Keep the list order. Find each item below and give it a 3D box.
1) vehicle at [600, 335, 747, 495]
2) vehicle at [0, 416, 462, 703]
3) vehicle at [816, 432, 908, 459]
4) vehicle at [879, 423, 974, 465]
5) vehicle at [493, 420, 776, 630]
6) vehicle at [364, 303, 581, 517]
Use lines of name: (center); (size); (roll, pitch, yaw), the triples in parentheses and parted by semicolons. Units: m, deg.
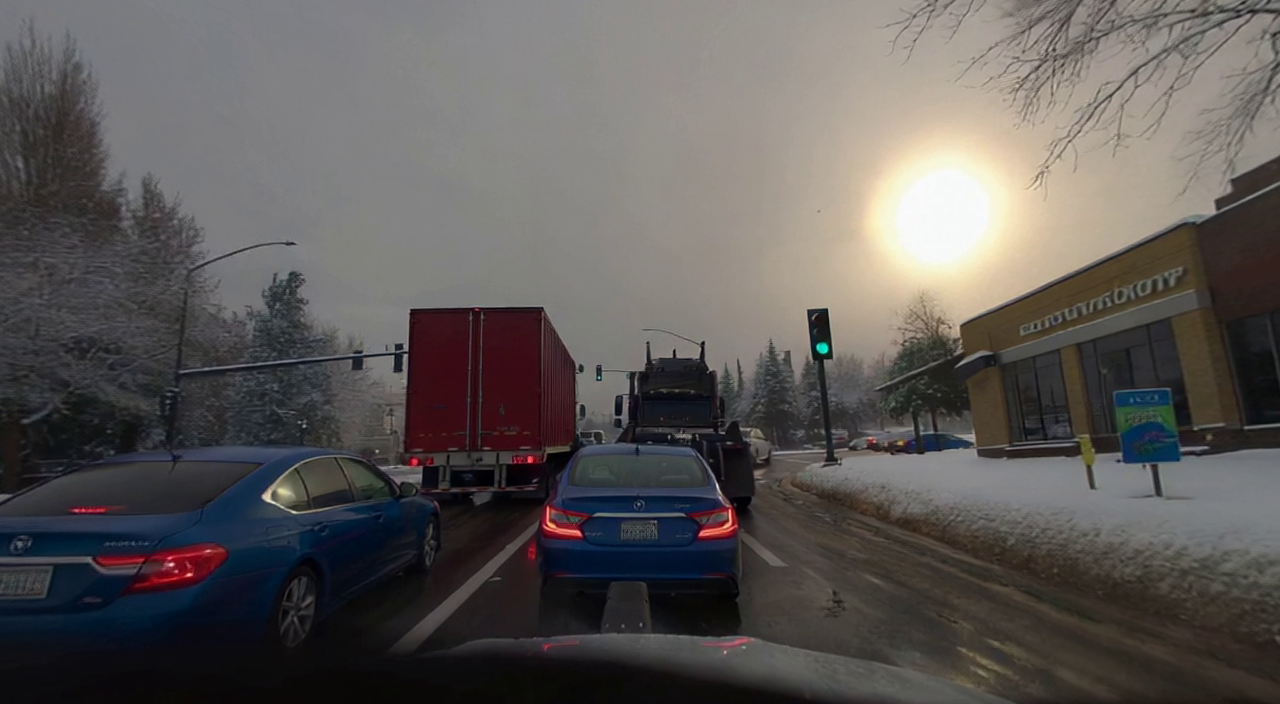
vehicle: (0.540, 1.598, 16.516); (2.803, 3.066, 8.341); (-1, -5, -2)
vehicle: (-3.094, 1.368, 5.175); (1.969, 1.471, 4.378); (0, -8, 0)
vehicle: (12.571, 5.353, 35.809); (4.574, 1.478, 1.880); (-1, -8, 4)
vehicle: (12.866, 4.260, 28.563); (1.969, 1.713, 4.681); (-1, -10, -1)
vehicle: (-0.104, 1.571, 6.719); (2.067, 1.506, 4.118); (0, -8, -2)
vehicle: (-3.266, 1.509, 14.694); (3.020, 3.800, 7.105); (0, -8, 0)
